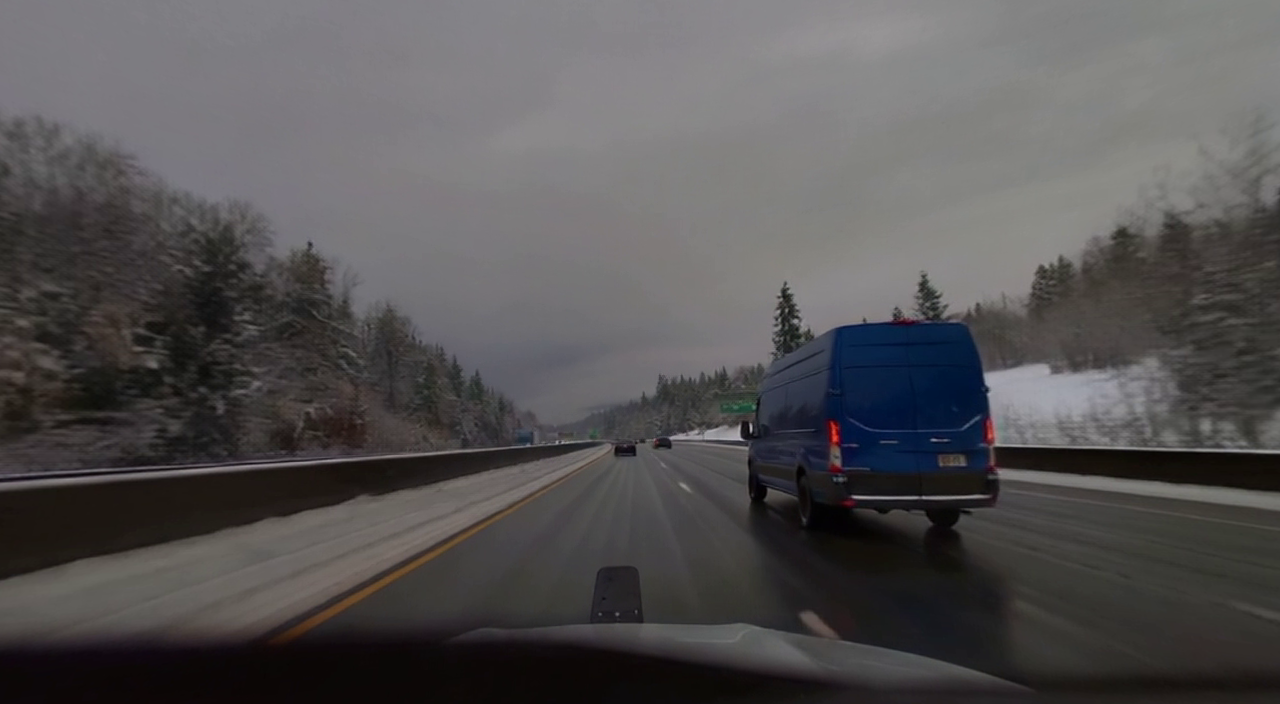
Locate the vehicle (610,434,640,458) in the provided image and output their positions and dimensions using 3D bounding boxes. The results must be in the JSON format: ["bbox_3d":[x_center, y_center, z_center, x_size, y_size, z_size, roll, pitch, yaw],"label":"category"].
[{"bbox_3d":[-0.976,6.225,41.753,1.900,1.524,4.324,0,-8,-1],"label":"vehicle"}]

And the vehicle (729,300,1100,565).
[{"bbox_3d":[3.177,1.241,9.799,2.416,2.595,7.243,0,-8,-1],"label":"vehicle"}]

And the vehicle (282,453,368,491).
[{"bbox_3d":[-14.047,5.349,28.299,1.826,1.489,3.940,0,-8,0],"label":"vehicle"}]
